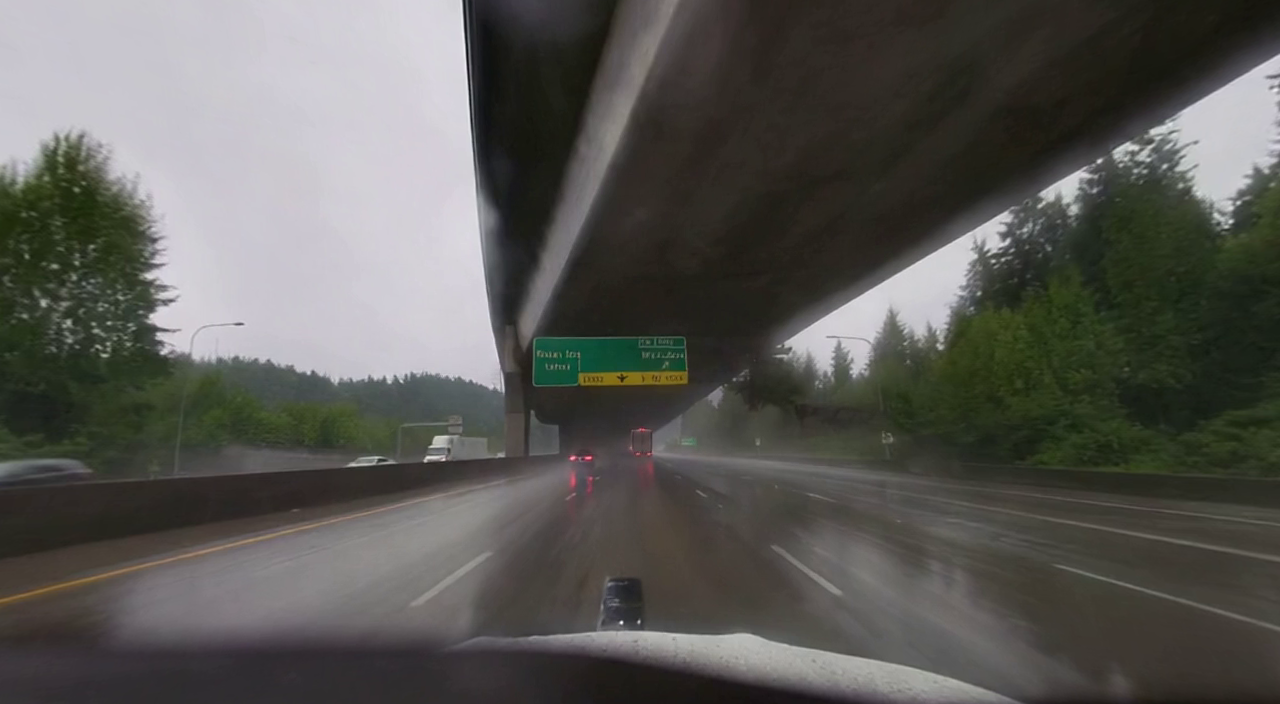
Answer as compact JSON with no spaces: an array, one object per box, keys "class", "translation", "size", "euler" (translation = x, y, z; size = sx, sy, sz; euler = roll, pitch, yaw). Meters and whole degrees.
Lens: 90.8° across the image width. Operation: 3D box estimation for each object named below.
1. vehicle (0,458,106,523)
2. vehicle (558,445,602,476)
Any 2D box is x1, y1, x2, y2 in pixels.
[{"class":"vehicle","translation":[-15.879,3.368,15.533],"size":[1.975,1.457,3.959],"euler":[0,-9,0]},{"class":"vehicle","translation":[-3.492,6.442,37.684],"size":[2.160,1.724,4.997],"euler":[0,-9,0]}]
